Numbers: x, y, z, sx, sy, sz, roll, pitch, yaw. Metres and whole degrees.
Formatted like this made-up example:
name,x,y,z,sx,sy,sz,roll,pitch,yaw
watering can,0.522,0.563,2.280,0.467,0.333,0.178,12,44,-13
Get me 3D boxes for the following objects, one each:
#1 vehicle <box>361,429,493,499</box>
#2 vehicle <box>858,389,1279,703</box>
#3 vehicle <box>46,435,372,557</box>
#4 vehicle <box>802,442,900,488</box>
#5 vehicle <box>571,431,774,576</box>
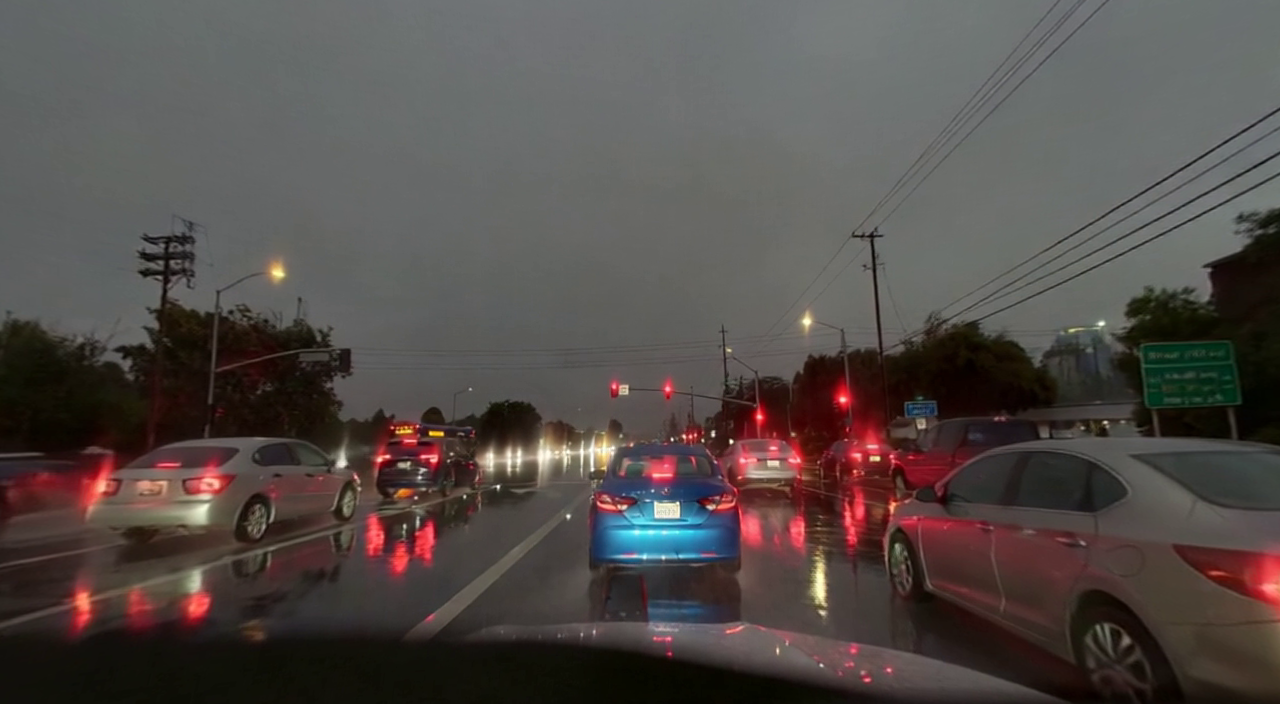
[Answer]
name,x,y,z,sx,sy,sz,roll,pitch,yaw
vehicle,-6.241,3.331,19.281,2.070,1.824,5.196,-1,-8,2
vehicle,3.136,1.179,4.238,1.870,1.523,4.096,0,-8,0
vehicle,-6.405,2.148,10.258,1.955,1.497,4.639,-1,-8,1
vehicle,7.283,3.911,22.258,1.867,1.459,4.436,0,-8,-1
vehicle,0.328,1.872,8.613,2.109,1.483,3.964,0,-8,0
